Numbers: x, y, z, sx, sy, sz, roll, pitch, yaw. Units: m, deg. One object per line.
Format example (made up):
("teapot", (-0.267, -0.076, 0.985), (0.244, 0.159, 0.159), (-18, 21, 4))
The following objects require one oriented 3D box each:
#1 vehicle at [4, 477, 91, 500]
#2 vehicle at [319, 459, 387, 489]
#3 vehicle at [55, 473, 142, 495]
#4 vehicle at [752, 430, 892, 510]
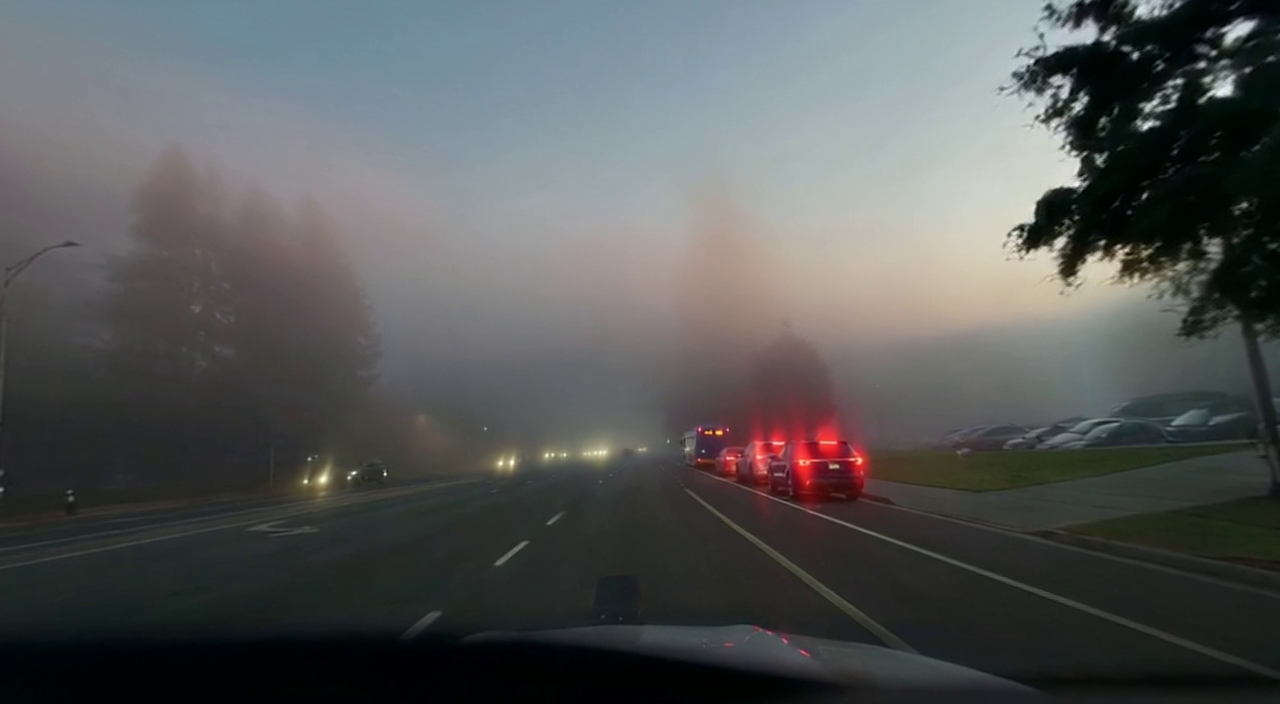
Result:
("vehicle", (-42.201, 9.722, 45.016), (4.357, 1.435, 1.816), (0, -9, 1))
("vehicle", (-19.576, 8.331, 43.392), (2.166, 1.804, 4.897), (-1, -9, 3))
("vehicle", (-41.410, 10.096, 48.423), (4.609, 1.553, 2.129), (0, -9, -2))
("vehicle", (4.438, 2.953, 16.328), (2.094, 1.731, 4.763), (0, -9, -1))
